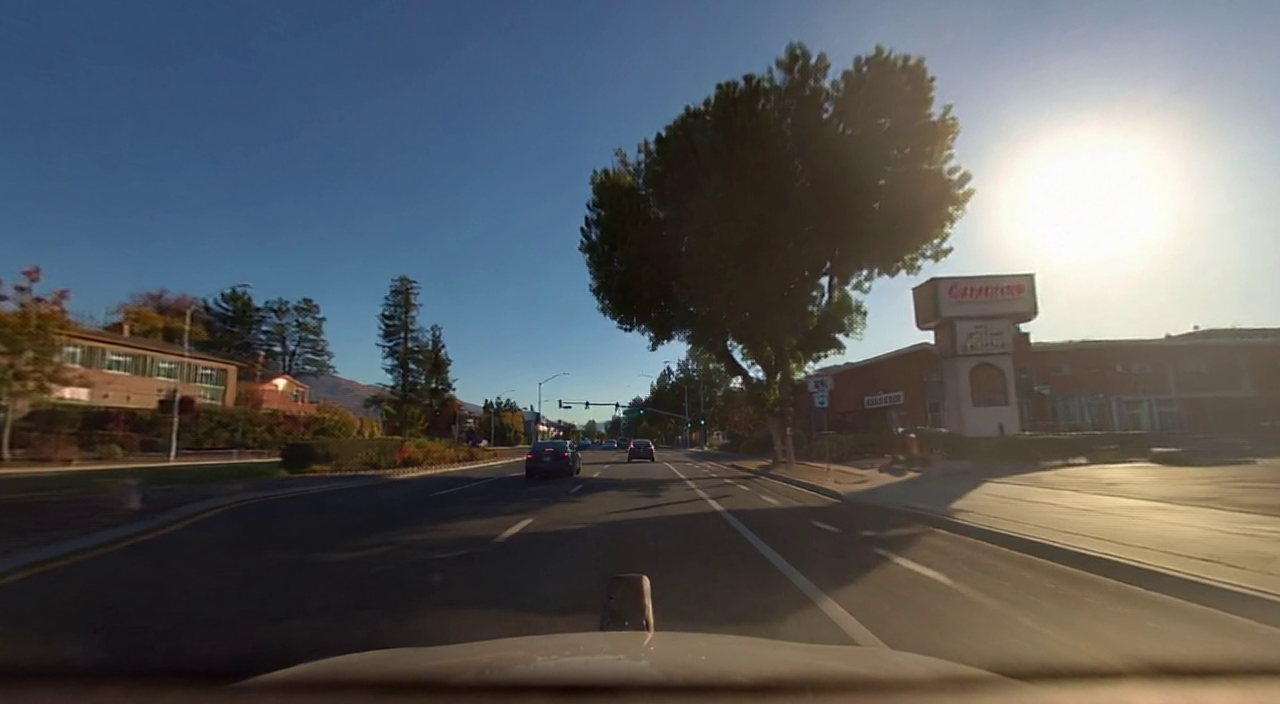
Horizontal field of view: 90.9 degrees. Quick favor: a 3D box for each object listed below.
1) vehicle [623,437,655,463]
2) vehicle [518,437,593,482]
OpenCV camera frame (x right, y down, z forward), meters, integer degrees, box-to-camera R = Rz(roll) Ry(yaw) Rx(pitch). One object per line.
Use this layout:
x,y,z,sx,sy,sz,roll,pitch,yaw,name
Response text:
-0.046,6.882,44.301,2.153,1.764,4.047,0,-8,1,vehicle
-2.987,3.920,23.277,2.015,1.470,4.458,0,-8,2,vehicle
